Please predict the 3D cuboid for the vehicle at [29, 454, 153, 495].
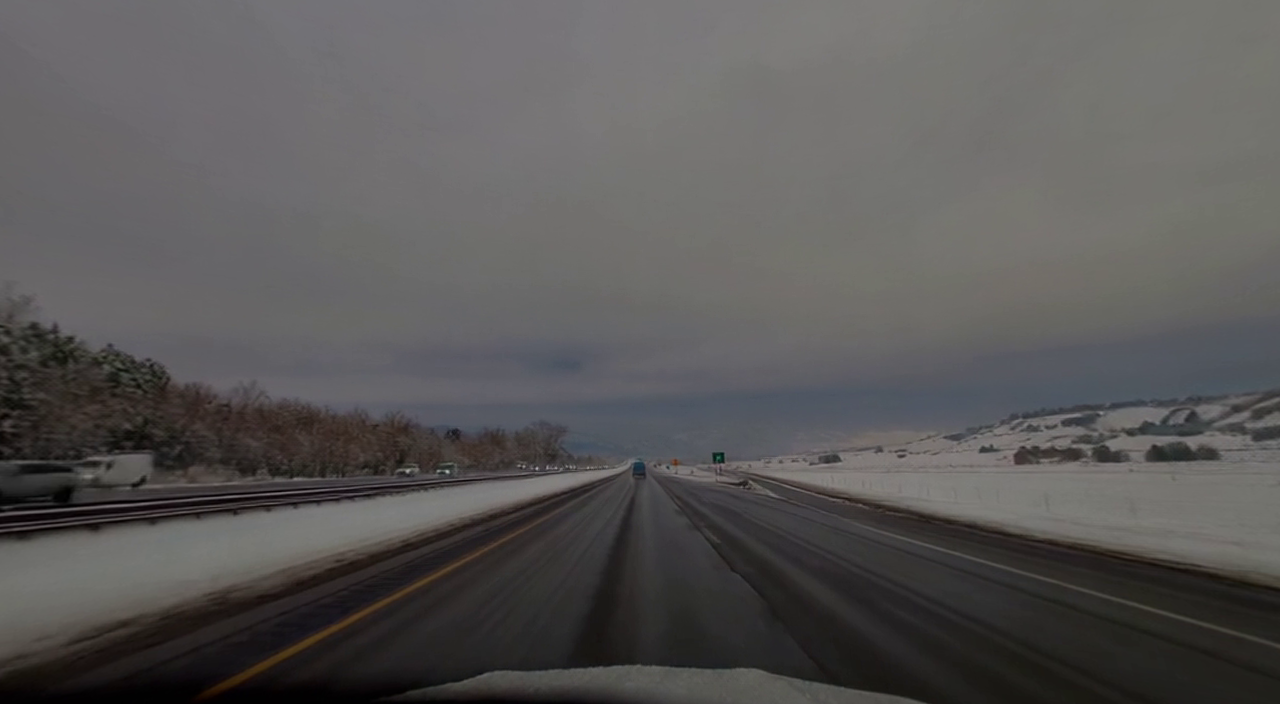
[{"bbox_3d":[-28.815,6.432,33.353,2.094,1.949,5.012,1,-10,-3],"label":"vehicle"}]
